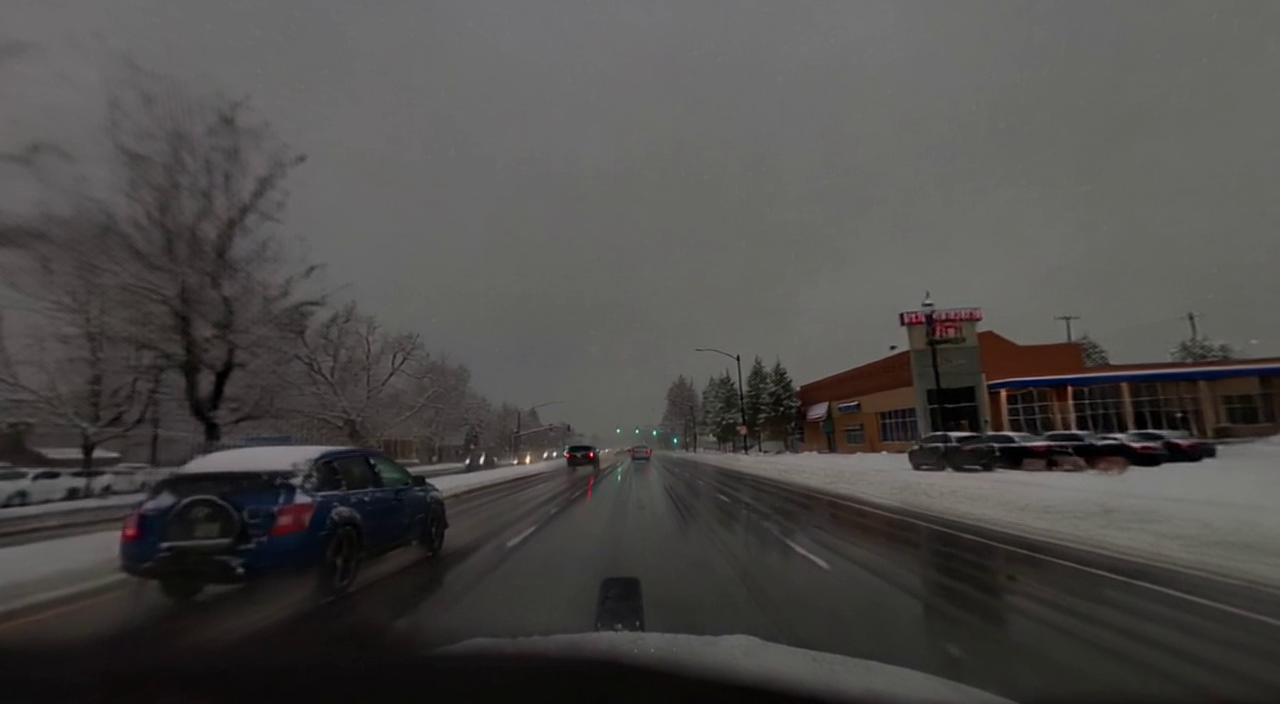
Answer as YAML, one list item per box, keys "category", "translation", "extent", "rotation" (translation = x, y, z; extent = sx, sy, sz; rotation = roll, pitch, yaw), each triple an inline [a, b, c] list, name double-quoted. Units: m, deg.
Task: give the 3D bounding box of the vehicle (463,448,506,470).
- category: "vehicle"
  translation: [-12.162, 8.335, 49.442]
  extent: [2.075, 1.636, 4.464]
  rotation: [-1, -9, 2]

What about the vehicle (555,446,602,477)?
- category: "vehicle"
  translation: [-3.140, 5.679, 33.028]
  extent: [1.939, 1.496, 4.309]
  rotation: [0, -9, 1]

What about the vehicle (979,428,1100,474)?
- category: "vehicle"
  translation: [16.227, 4.067, 25.957]
  extent: [1.930, 1.713, 4.756]
  rotation: [0, -9, 1]

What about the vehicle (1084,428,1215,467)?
- category: "vehicle"
  translation: [21.456, 4.064, 26.796]
  extent: [1.807, 1.519, 4.550]
  rotation: [0, -9, 1]

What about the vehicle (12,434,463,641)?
- category: "vehicle"
  translation: [-3.548, 1.685, 6.796]
  extent: [2.003, 1.488, 4.282]
  rotation: [0, -9, 0]

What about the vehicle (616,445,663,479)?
- category: "vehicle"
  translation: [-0.020, 5.053, 29.128]
  extent: [2.019, 1.459, 4.005]
  rotation: [0, -9, 0]

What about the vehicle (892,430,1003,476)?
- category: "vehicle"
  translation: [12.973, 4.328, 27.044]
  extent: [2.072, 1.769, 5.000]
  rotation: [0, -9, -2]
